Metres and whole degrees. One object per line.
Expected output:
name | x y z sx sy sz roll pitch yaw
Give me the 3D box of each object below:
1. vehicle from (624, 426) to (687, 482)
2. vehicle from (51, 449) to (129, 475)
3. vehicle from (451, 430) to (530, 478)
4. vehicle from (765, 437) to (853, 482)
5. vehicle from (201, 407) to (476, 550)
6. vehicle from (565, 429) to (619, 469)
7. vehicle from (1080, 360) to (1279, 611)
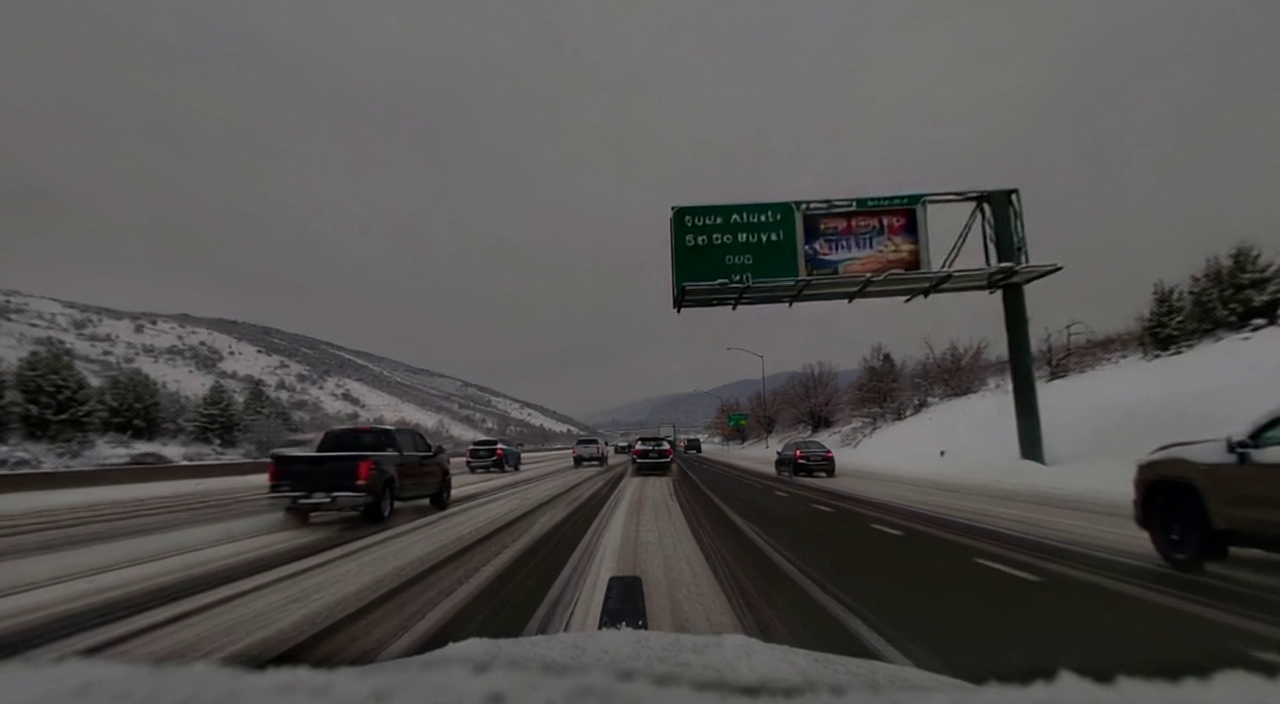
vehicle | 0.571 3.640 22.640 2.052 1.808 3.898 -1 -8 2
vehicle | -36.246 7.231 41.672 1.736 1.482 3.649 -3 -8 3
vehicle | -6.094 4.212 26.307 2.036 1.813 4.564 -1 -8 2
vehicle | 6.031 3.874 23.111 1.998 1.456 4.338 0 -8 0
vehicle | -4.492 1.974 10.590 2.160 1.799 5.001 0 -8 0
vehicle | -2.492 5.256 34.343 2.316 1.999 5.765 -1 -8 2
vehicle | 5.812 0.945 4.400 2.029 1.859 4.669 0 -8 -1
